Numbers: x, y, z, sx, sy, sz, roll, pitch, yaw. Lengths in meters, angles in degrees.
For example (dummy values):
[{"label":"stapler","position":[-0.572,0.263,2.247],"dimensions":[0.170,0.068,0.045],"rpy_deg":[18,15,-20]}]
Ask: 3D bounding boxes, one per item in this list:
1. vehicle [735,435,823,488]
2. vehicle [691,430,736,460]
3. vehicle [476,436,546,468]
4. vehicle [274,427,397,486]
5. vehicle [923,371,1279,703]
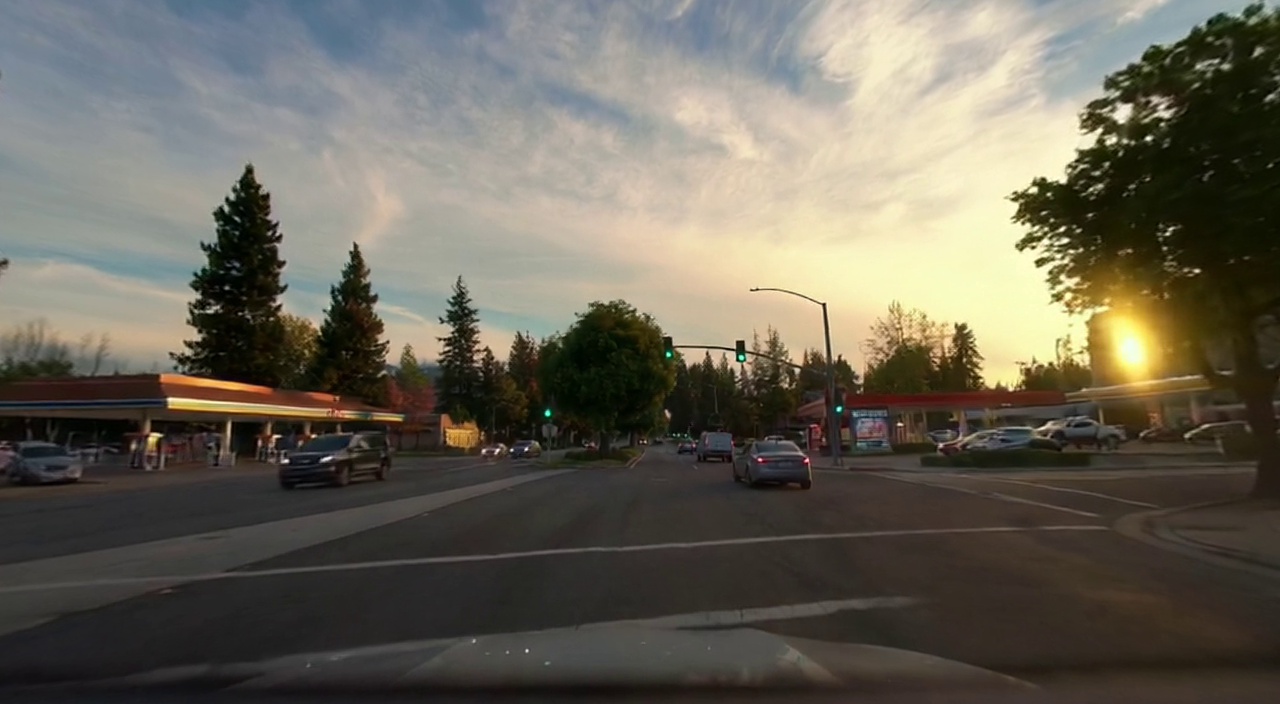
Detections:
[{"label":"vehicle","position":[4.201,3.359,19.755],"dimensions":[1.871,1.442,4.122],"rpy_deg":[0,-8,1]},{"label":"vehicle","position":[5.109,6.524,44.536],"dimensions":[2.611,1.983,5.165],"rpy_deg":[0,-8,1]},{"label":"vehicle","position":[-7.365,5.742,36.572],"dimensions":[2.842,1.476,4.980],"rpy_deg":[-3,-6,2]},{"label":"vehicle","position":[-10.841,3.730,22.913],"dimensions":[2.416,1.903,4.339],"rpy_deg":[0,-8,-3]},{"label":"vehicle","position":[3.823,1.085,3.961],"dimensions":[1.875,1.665,4.931],"rpy_deg":[0,-8,1]}]
